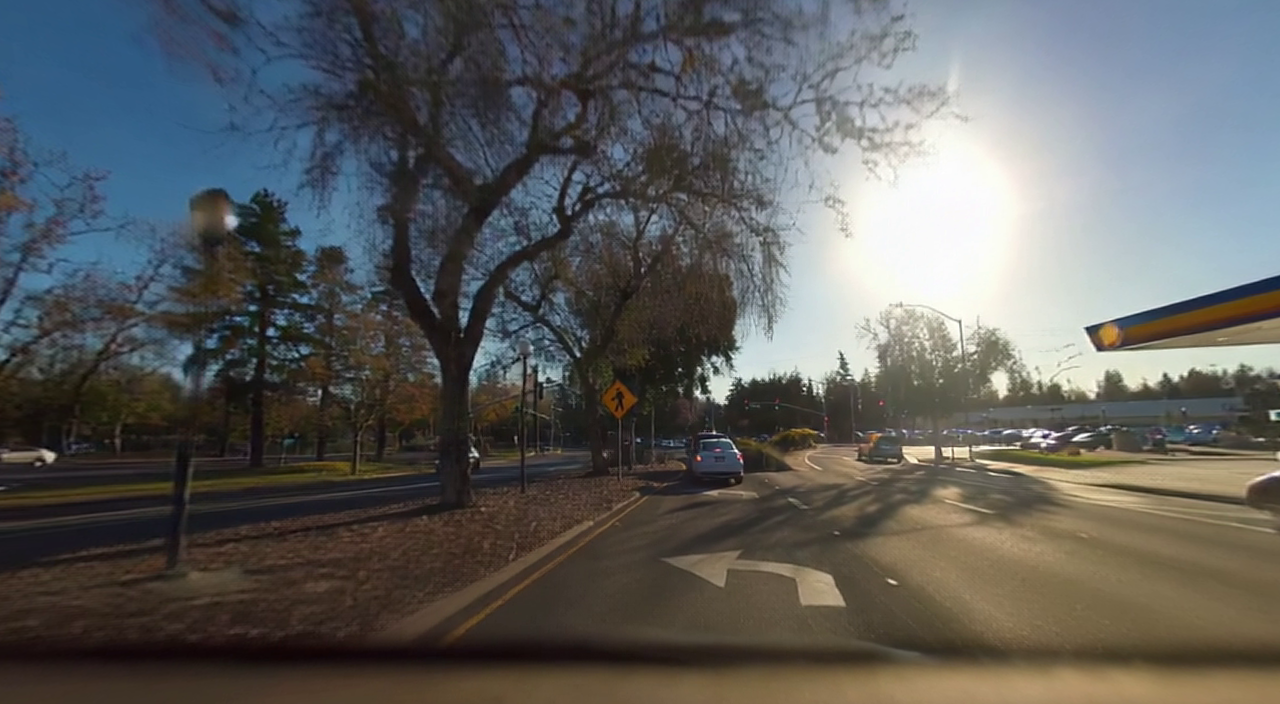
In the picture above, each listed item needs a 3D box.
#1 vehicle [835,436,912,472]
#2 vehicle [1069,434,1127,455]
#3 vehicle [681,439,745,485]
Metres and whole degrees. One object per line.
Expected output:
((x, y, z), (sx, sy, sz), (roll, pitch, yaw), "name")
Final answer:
((11.873, 5.216, 32.444), (1.991, 1.695, 4.357), (1, -9, -4), "vehicle")
((34.893, 7.082, 48.177), (1.914, 1.563, 3.672), (-1, -9, 7), "vehicle")
((2.586, 3.884, 22.509), (2.032, 1.461, 4.173), (-1, -9, 6), "vehicle")
